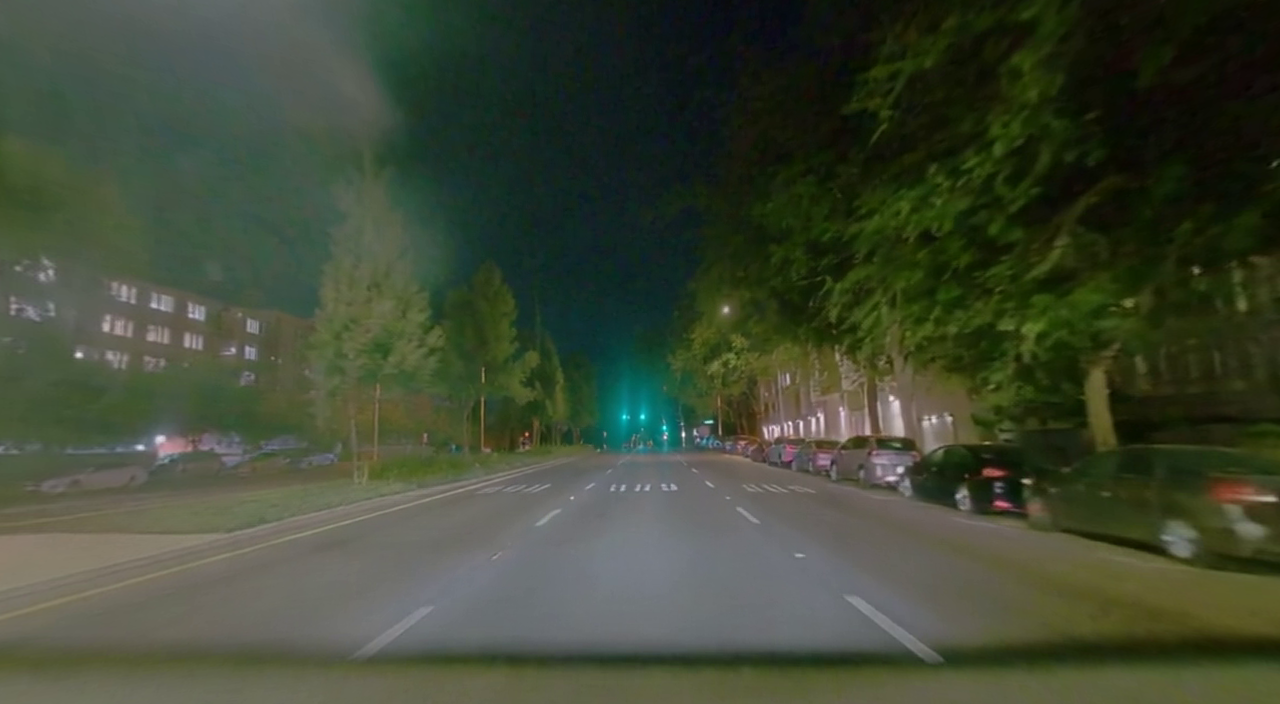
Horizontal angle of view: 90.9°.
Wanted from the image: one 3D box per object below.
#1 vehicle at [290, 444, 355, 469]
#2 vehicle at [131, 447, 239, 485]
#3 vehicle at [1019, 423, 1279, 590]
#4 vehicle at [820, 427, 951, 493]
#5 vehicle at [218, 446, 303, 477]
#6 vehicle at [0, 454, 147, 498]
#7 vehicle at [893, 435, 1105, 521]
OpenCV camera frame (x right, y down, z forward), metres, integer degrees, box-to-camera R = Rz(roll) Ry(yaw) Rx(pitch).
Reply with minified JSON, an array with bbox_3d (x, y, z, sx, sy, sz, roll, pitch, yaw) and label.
[{"bbox_3d":[-21.630,7.131,43.174,1.936,1.538,4.777,-2,-8,0],"label":"vehicle"},{"bbox_3d":[-22.090,5.518,30.865,1.990,1.525,4.387,-5,-8,1],"label":"vehicle"},{"bbox_3d":[7.074,1.751,7.872,1.964,1.559,4.533,1,-8,2],"label":"vehicle"},{"bbox_3d":[7.126,3.194,18.993,1.963,1.701,5.028,0,-8,1],"label":"vehicle"},{"bbox_3d":[-21.785,6.273,36.472,1.827,1.518,4.870,-3,-8,2],"label":"vehicle"},{"bbox_3d":[-22.021,4.749,24.570,1.795,1.415,4.664,-3,-8,1],"label":"vehicle"},{"bbox_3d":[7.179,2.532,13.298,1.788,1.475,4.493,0,-8,-1],"label":"vehicle"}]
